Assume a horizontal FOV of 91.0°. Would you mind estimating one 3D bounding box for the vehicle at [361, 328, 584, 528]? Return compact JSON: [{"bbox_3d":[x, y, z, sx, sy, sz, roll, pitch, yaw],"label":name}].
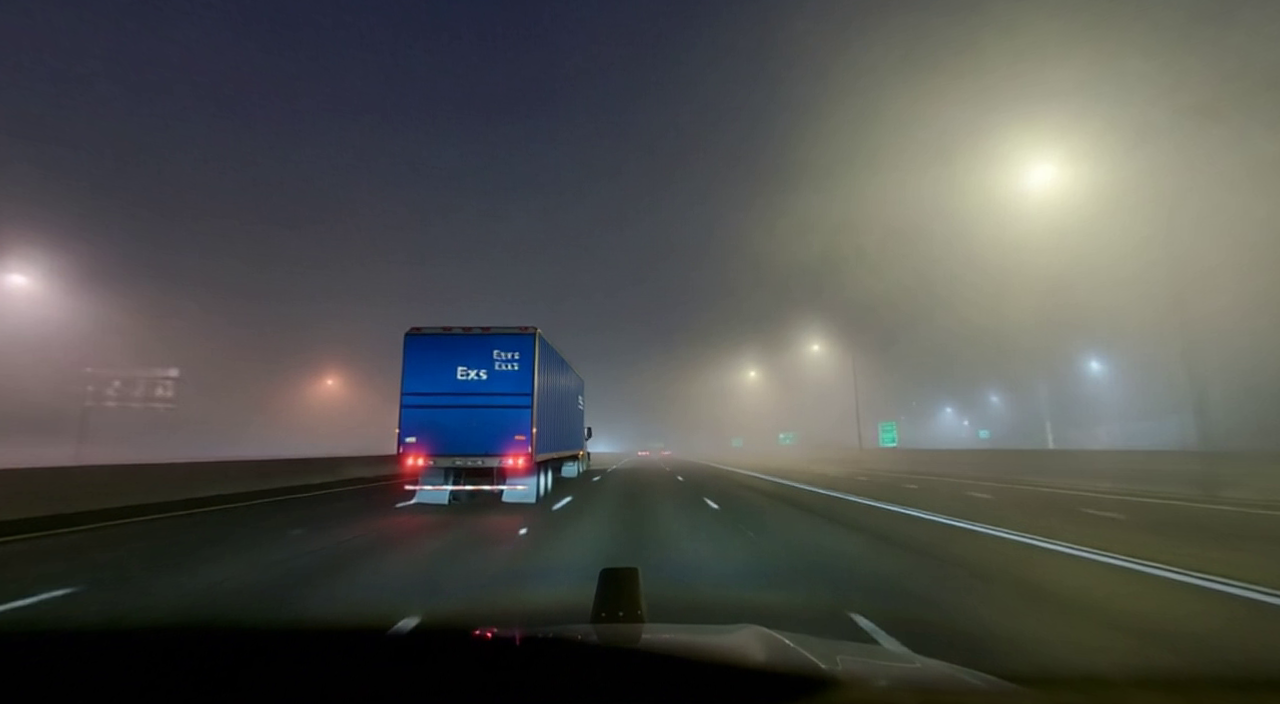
[{"bbox_3d":[-3.234,1.928,15.099,2.922,3.458,8.360,0,-9,1],"label":"vehicle"}]
